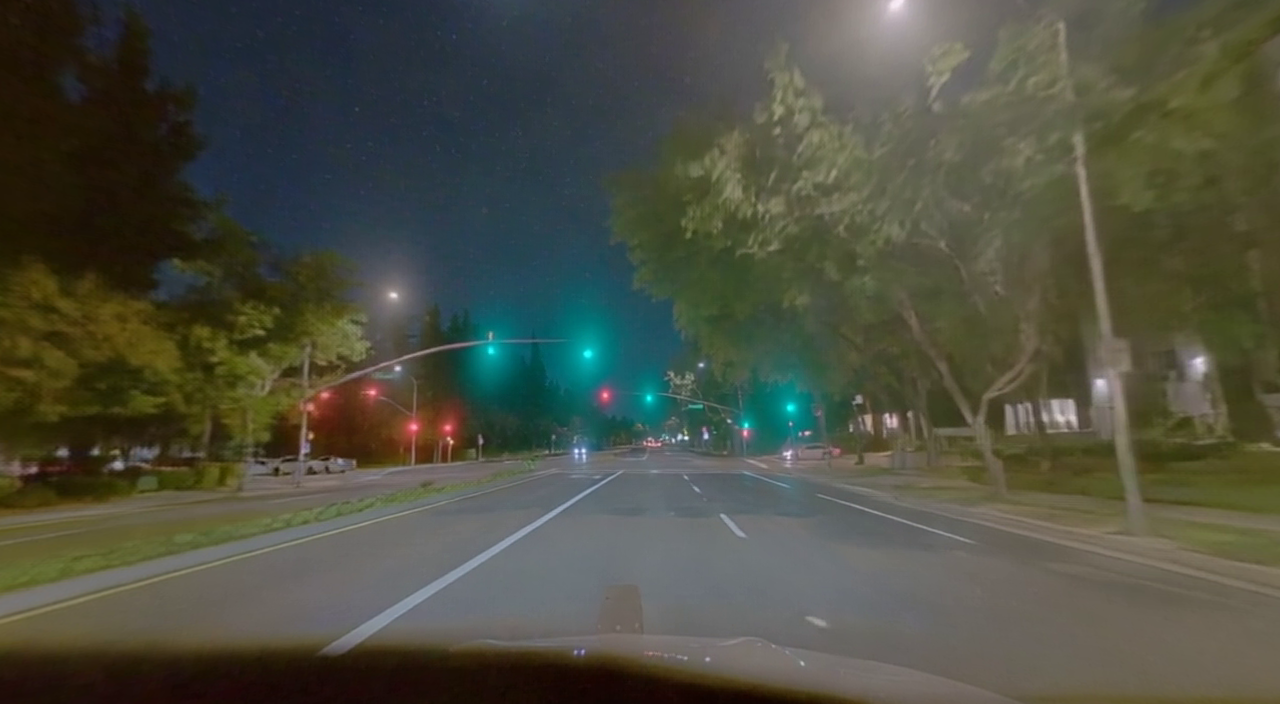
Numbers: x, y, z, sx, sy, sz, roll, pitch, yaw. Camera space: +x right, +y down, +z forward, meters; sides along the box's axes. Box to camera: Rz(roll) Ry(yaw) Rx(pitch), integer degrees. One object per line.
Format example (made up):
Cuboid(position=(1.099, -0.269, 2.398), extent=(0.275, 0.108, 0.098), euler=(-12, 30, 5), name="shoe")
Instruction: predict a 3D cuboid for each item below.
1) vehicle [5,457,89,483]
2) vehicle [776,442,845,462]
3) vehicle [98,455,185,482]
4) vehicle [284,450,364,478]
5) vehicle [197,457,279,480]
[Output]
Cuboid(position=(-43.415, 8.638, 46.271), extent=(4.752, 1.752, 1.908), euler=(-2, -8, 11), name="vehicle")
Cuboid(position=(12.977, 7.641, 48.267), extent=(4.611, 1.505, 2.029), euler=(0, -9, 0), name="vehicle")
Cuboid(position=(-34.673, 8.064, 43.996), extent=(4.516, 1.756, 2.201), euler=(-2, -9, 9), name="vehicle")
Cuboid(position=(-21.502, 7.620, 43.088), extent=(4.445, 1.805, 1.944), euler=(-2, -8, 4), name="vehicle")
Cuboid(position=(-27.874, 8.072, 43.884), extent=(4.505, 1.460, 1.929), euler=(-1, -9, 7), name="vehicle")
